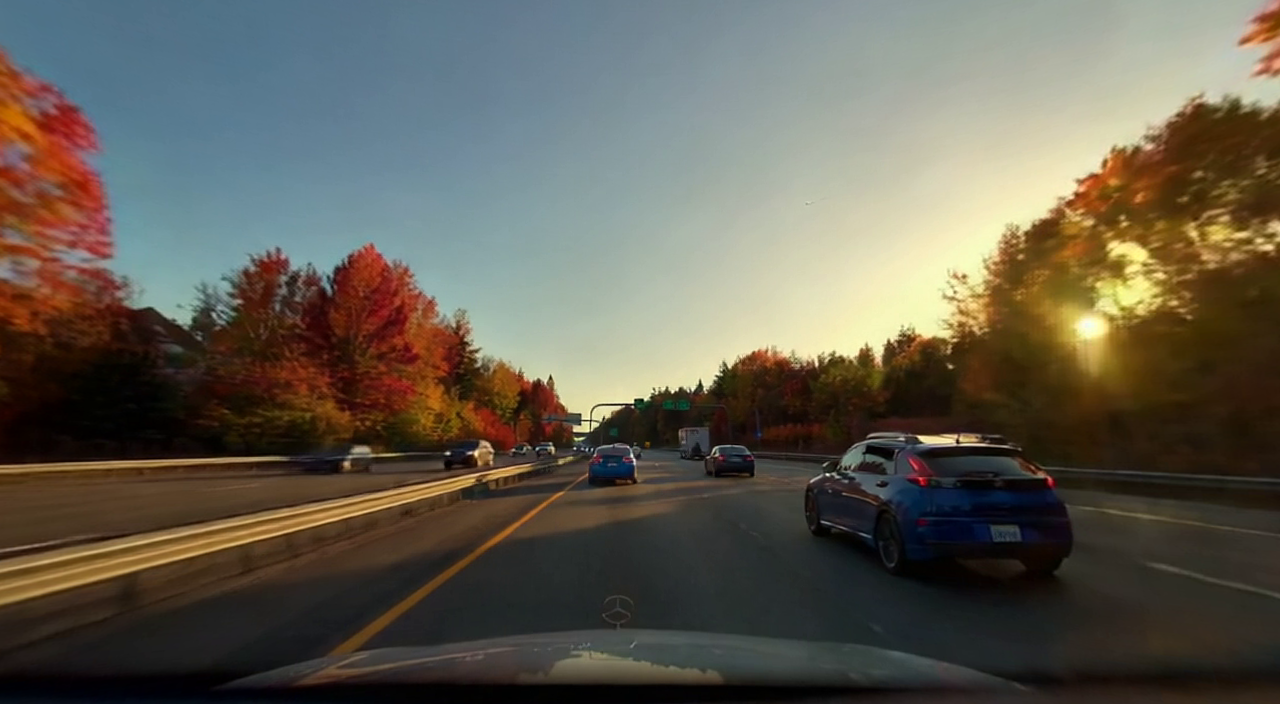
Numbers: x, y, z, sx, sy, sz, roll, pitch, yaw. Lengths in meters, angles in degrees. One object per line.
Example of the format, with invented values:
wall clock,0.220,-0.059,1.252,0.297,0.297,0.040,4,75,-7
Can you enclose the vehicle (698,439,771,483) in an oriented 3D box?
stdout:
vehicle,3.711,4.407,25.507,2.300,1.595,4.144,-1,-9,0

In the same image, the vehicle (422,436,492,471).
vehicle,-9.436,5.297,32.814,2.285,1.652,4.883,0,-9,-1

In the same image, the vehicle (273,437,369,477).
vehicle,-13.443,4.457,26.725,1.904,1.533,4.151,0,-9,-1

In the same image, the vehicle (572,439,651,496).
vehicle,-0.789,3.452,19.102,2.128,1.516,4.410,0,-9,-1
